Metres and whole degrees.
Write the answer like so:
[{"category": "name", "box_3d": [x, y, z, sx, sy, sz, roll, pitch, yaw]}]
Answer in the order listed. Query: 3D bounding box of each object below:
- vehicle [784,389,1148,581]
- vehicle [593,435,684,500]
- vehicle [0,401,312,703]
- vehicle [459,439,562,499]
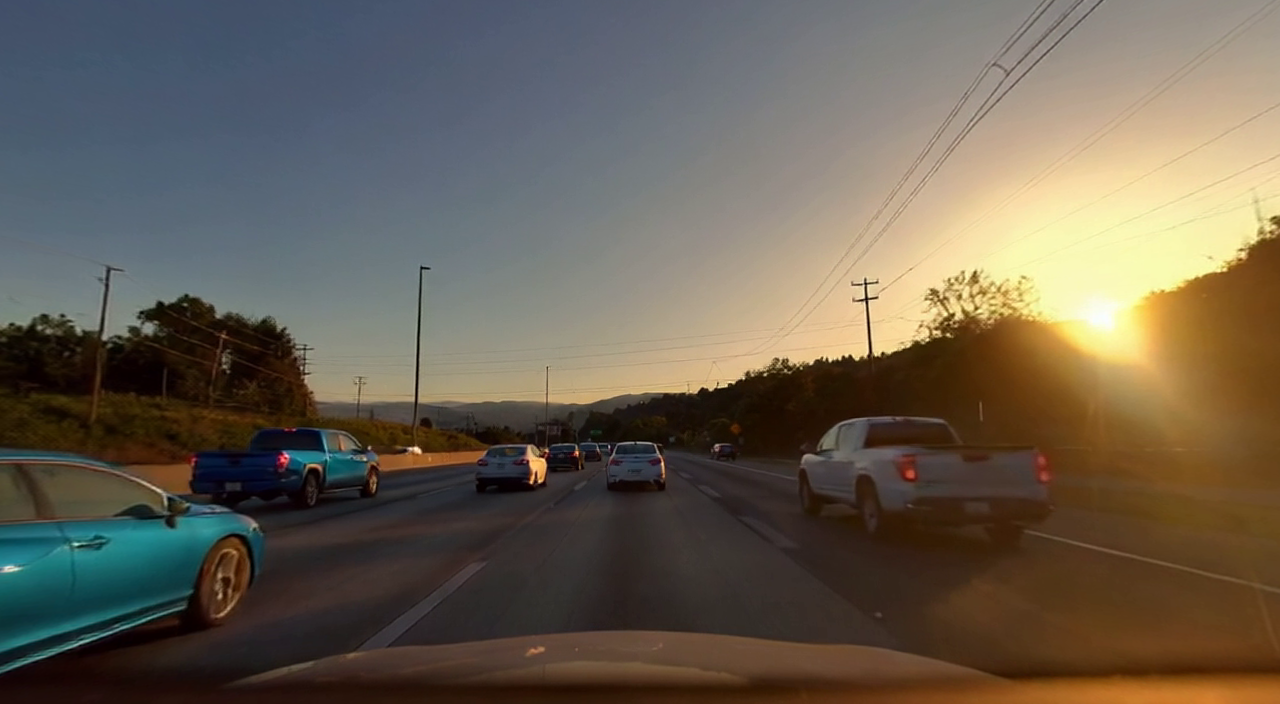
[{"category": "vehicle", "box_3d": [3.720, 1.650, 8.761, 2.113, 1.800, 5.376, 0, -8, -1]}, {"category": "vehicle", "box_3d": [-0.068, 3.020, 17.013, 2.102, 1.499, 4.439, 0, -8, -1]}, {"category": "vehicle", "box_3d": [-3.784, 1.000, 2.982, 1.955, 1.481, 4.604, 0, -8, 1]}, {"category": "vehicle", "box_3d": [-3.406, 3.132, 17.407, 1.899, 1.437, 4.131, 0, -8, 1]}]
